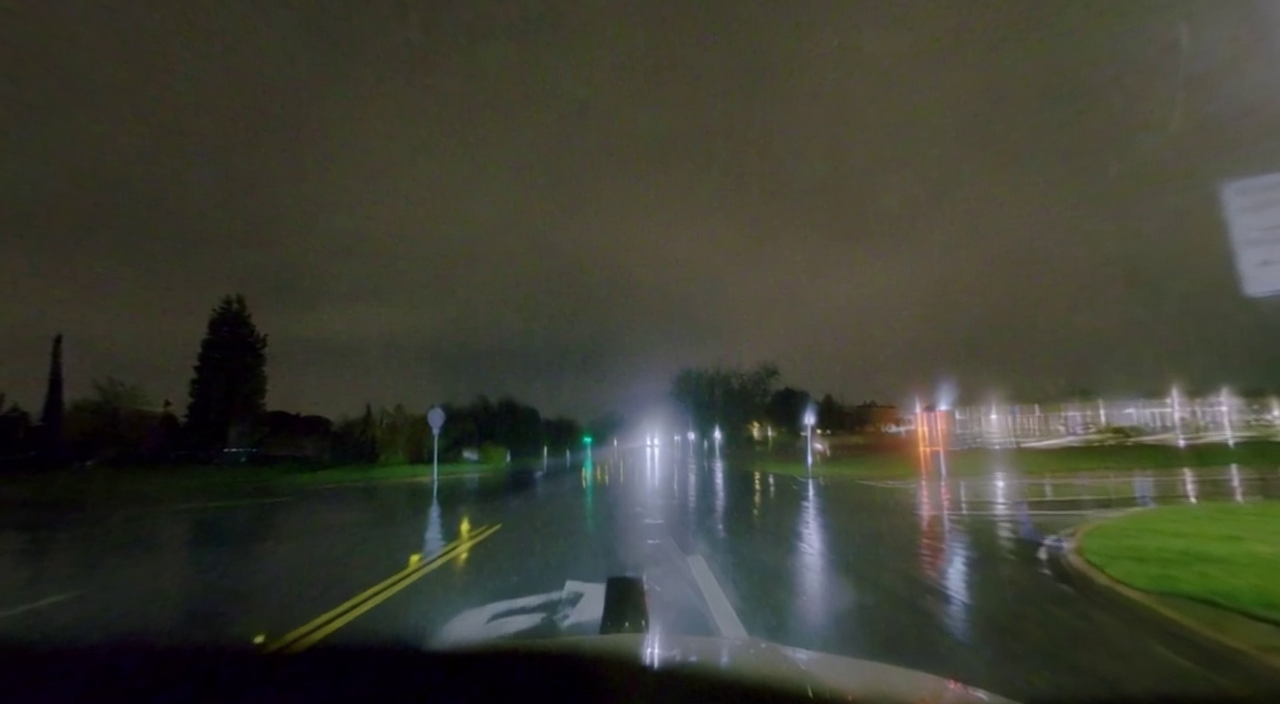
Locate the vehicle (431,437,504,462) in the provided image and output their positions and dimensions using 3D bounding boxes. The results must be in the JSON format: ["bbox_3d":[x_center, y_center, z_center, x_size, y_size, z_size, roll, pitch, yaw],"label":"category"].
[{"bbox_3d":[-12.669,7.144,46.418,4.702,1.761,1.978,0,-8,3],"label":"vehicle"}]
